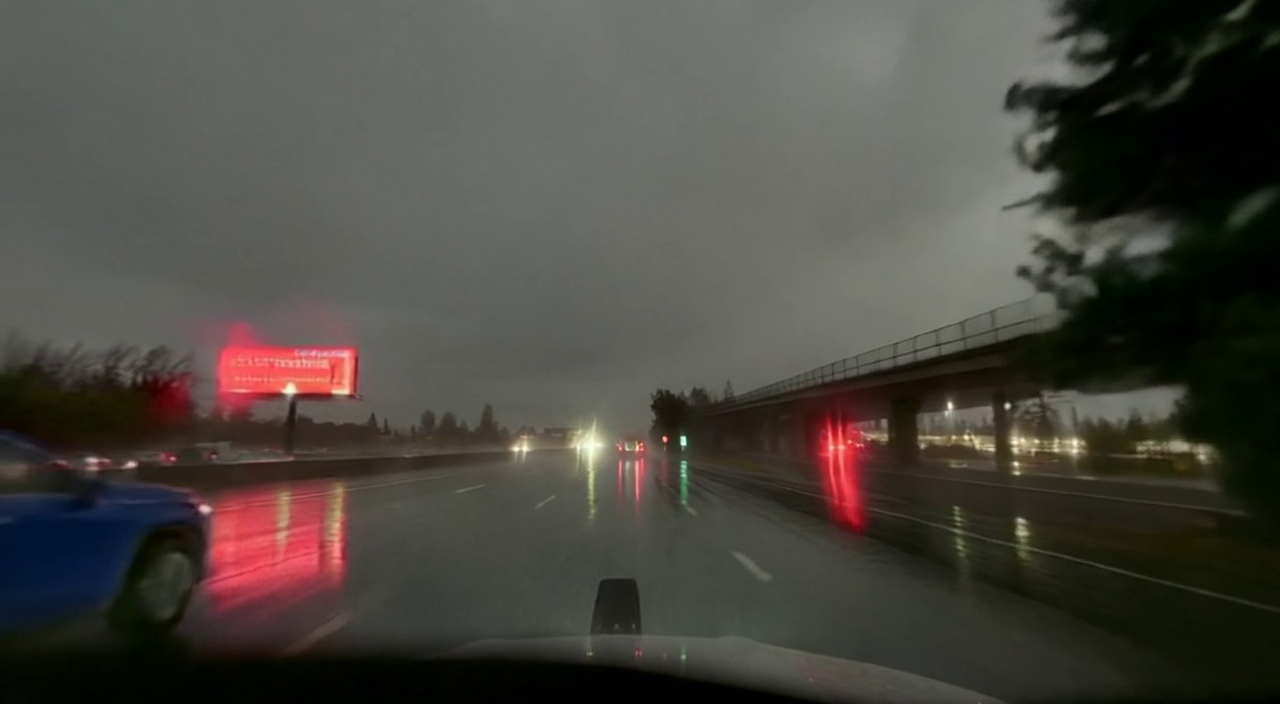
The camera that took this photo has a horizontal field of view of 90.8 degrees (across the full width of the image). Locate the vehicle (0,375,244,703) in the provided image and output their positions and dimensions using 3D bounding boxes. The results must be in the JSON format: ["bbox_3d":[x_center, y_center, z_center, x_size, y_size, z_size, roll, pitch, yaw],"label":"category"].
[{"bbox_3d":[-4.298,0.924,2.758,2.102,1.727,4.704,0,-9,-1],"label":"vehicle"}]
